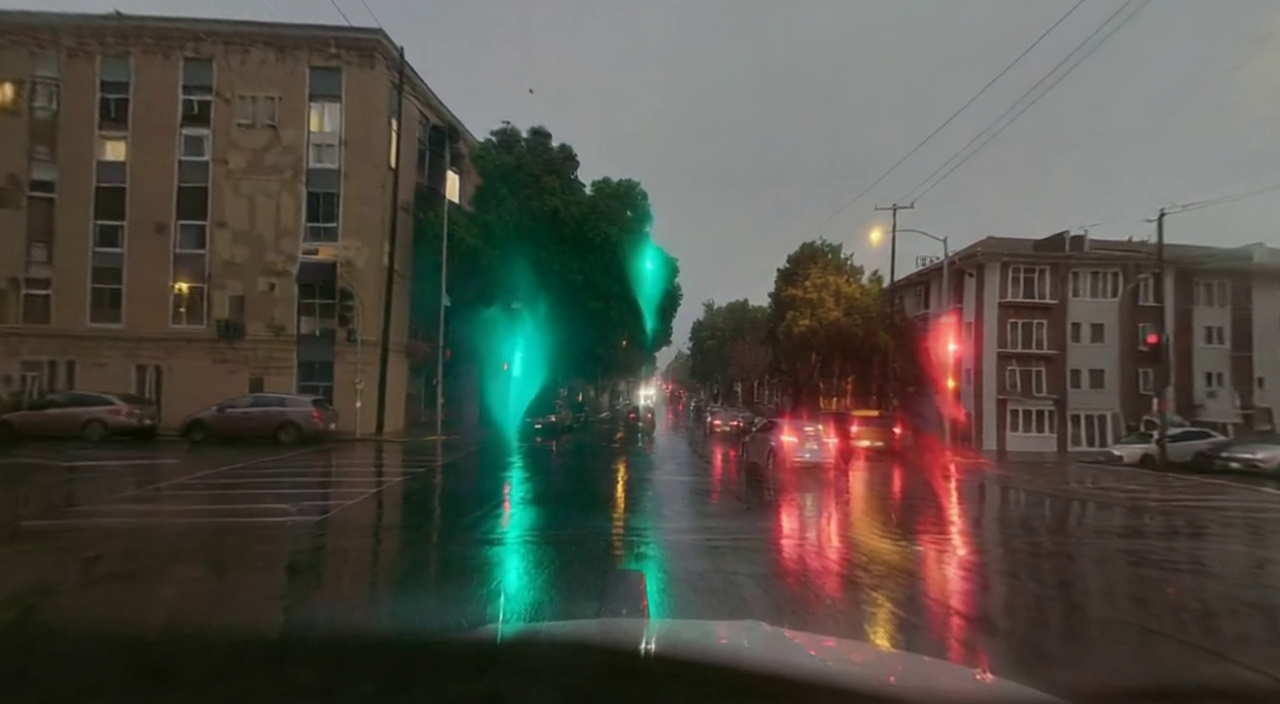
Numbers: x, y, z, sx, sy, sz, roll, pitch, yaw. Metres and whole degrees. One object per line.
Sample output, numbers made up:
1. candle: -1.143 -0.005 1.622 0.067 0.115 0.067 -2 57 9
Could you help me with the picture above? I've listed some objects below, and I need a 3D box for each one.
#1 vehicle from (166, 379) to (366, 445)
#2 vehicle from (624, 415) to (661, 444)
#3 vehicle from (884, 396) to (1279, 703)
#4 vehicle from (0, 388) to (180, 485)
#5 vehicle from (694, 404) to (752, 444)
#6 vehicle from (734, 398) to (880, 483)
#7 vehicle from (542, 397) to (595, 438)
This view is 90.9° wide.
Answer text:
1. vehicle: -10.401 1.747 17.823 4.304 1.755 2.083 0 -9 1
2. vehicle: 0.140 4.313 34.740 1.923 1.460 3.923 0 -9 0
3. vehicle: 3.050 0.993 2.809 2.055 1.450 4.676 0 -9 0
4. vehicle: -11.181 1.440 11.276 4.507 1.455 1.927 0 0 1
5. vehicle: 3.703 3.386 29.056 2.093 1.655 4.327 0 -9 0
6. vehicle: 3.265 1.735 13.219 1.970 1.490 4.016 0 -5 0
7. vehicle: -2.931 2.807 26.459 1.878 1.521 3.697 0 -9 -2
